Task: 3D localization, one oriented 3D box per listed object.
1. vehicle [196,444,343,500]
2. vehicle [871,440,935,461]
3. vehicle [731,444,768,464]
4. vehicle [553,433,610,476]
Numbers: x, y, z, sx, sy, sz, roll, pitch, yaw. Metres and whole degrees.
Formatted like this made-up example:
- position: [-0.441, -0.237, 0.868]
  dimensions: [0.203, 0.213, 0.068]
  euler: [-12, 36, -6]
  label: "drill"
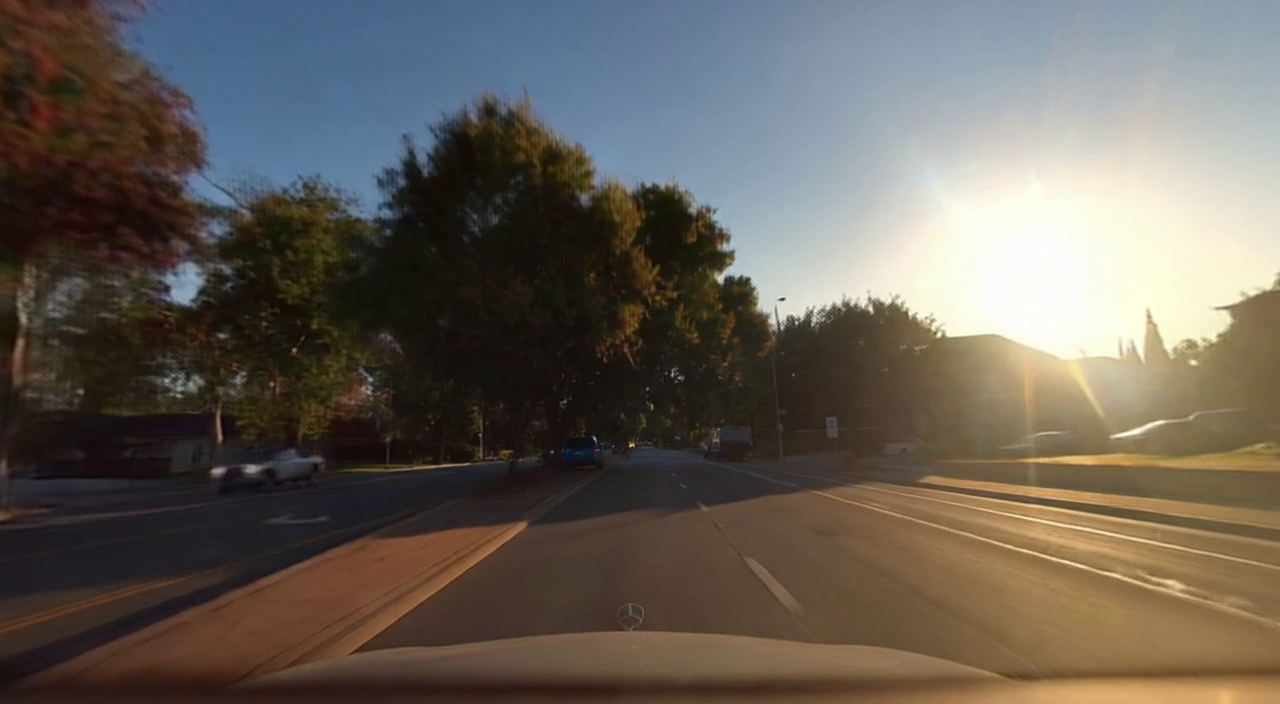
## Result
- position: [-12.643, 4.074, 21.984]
  dimensions: [2.210, 1.720, 4.800]
  euler: [0, -8, 0]
  label: "vehicle"
- position: [19.891, 7.448, 47.862]
  dimensions: [1.864, 1.523, 4.176]
  euler: [5, -10, -29]
  label: "vehicle"
- position: [8.329, 7.784, 48.327]
  dimensions: [1.976, 1.445, 4.909]
  euler: [0, -8, 0]
  label: "vehicle"
- position: [-2.714, 4.880, 30.258]
  dimensions: [2.179, 1.851, 4.756]
  euler: [0, -8, 1]
  label: "vehicle"
